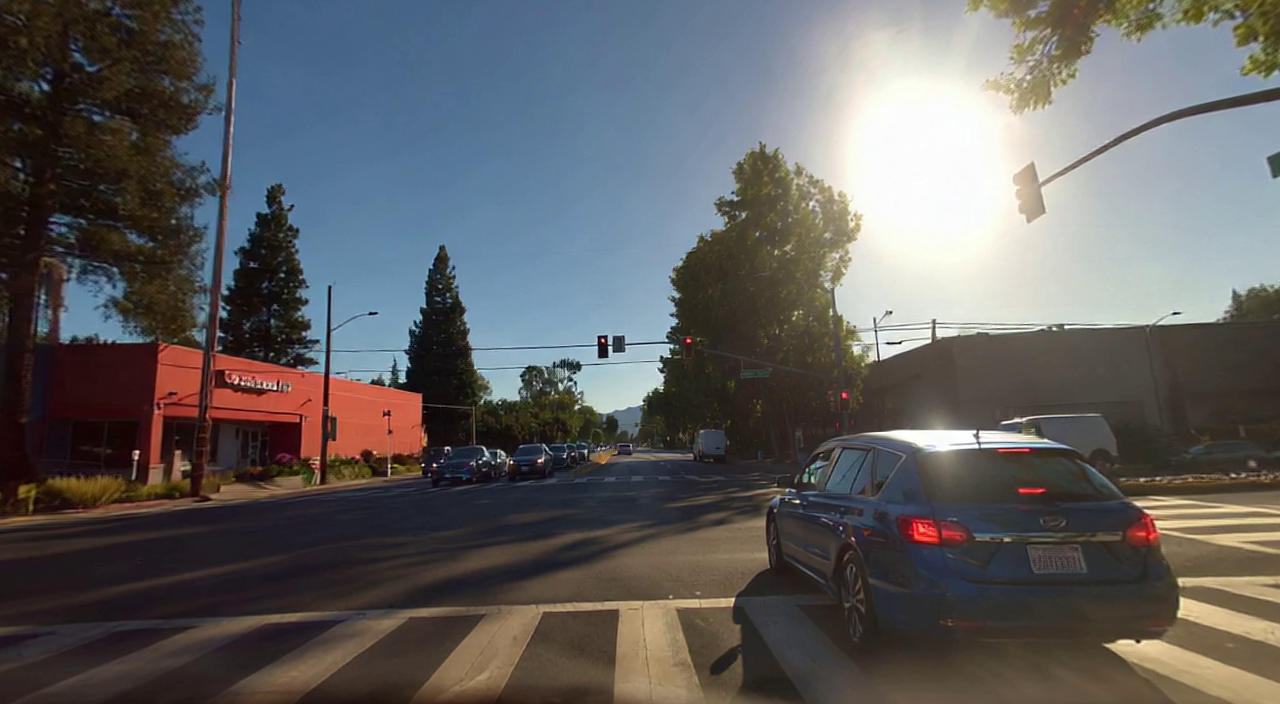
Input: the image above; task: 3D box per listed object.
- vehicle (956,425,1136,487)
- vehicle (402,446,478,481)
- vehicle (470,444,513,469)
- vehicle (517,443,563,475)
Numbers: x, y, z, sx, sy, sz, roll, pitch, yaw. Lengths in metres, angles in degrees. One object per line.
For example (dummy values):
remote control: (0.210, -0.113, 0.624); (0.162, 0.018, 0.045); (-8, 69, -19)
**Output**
vehicle: (14.853, 3.757, 23.142); (5.910, 2.046, 2.228); (3, -9, -19)
vehicle: (-9.011, 5.035, 28.867); (2.024, 1.460, 4.381); (0, -9, 0)
vehicle: (-9.024, 6.374, 38.765); (1.779, 1.460, 4.463); (0, -9, -3)
vehicle: (-4.805, 5.190, 30.921); (1.846, 1.416, 4.228); (0, -9, -4)
